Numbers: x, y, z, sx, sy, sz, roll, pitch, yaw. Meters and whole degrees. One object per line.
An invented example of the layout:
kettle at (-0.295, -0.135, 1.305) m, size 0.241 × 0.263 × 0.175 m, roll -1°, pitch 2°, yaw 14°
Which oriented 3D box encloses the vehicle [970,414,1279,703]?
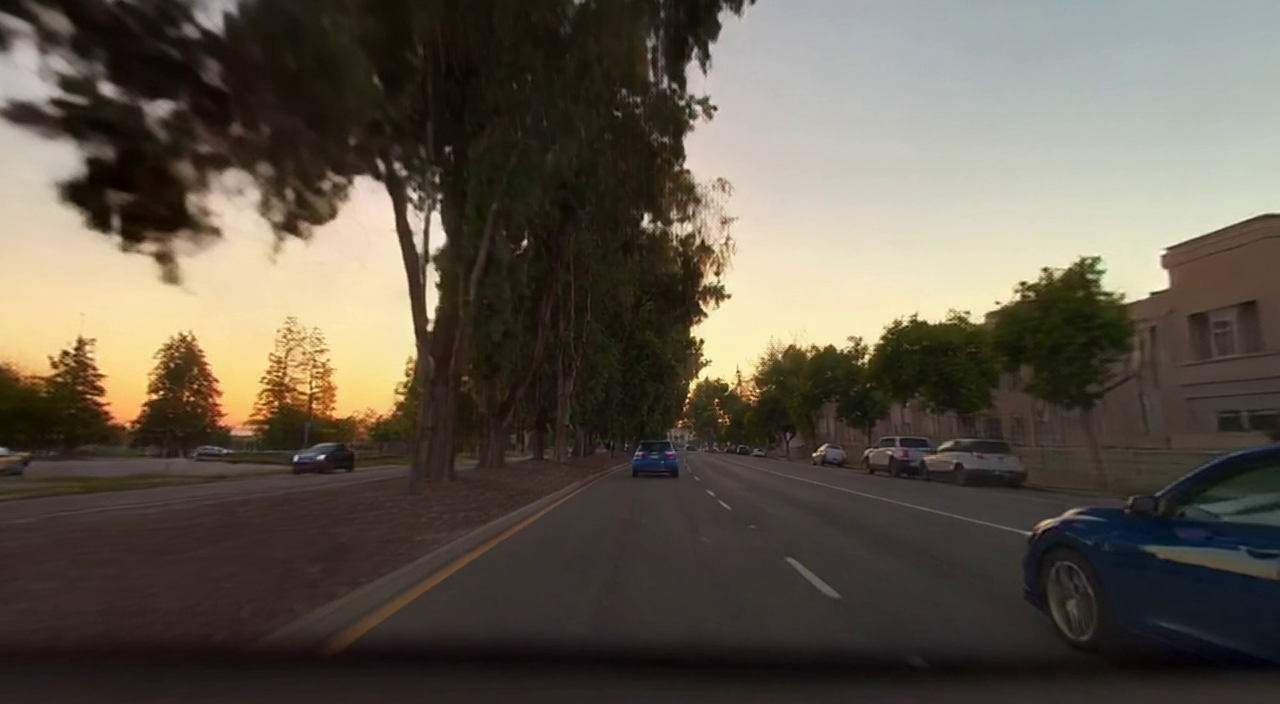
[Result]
vehicle at (3.718, 1.025, 3.025) m, size 1.918 × 1.418 × 4.360 m, roll 0°, pitch -8°, yaw 0°

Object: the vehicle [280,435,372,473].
vehicle at (-15.668, 5.097, 31.858) m, size 2.290 × 1.758 × 4.900 m, roll 0°, pitch -8°, yaw -3°

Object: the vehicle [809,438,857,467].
vehicle at (12.652, 6.612, 41.758) m, size 2.039 × 1.826 × 4.704 m, roll -1°, pitch -8°, yaw 5°

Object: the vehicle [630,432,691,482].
vehicle at (0.735, 3.887, 23.691) m, size 2.085 × 1.693 × 4.301 m, roll 0°, pitch -8°, yaw 1°
